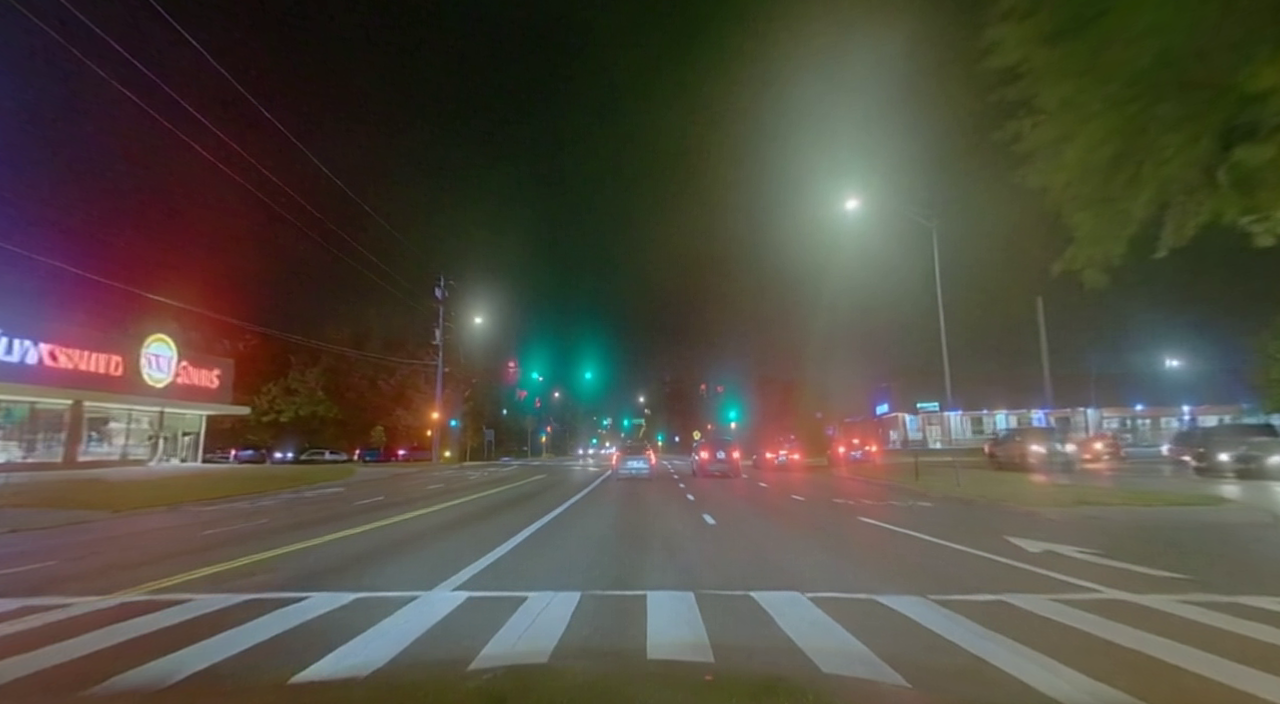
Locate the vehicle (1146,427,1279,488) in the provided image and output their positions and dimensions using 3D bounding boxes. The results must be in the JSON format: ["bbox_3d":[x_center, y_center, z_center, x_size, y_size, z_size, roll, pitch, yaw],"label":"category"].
[{"bbox_3d":[16.567,2.868,17.294,3.880,1.538,1.862,1,-8,-8],"label":"vehicle"}]

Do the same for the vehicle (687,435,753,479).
[{"bbox_3d":[3.453,4.659,28.204,2.276,1.787,4.630,0,-8,-1],"label":"vehicle"}]

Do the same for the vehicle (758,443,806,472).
[{"bbox_3d":[7.437,5.539,33.413,2.002,1.427,4.436,-1,-8,7],"label":"vehicle"}]

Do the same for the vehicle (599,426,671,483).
[{"bbox_3d":[-0.188,4.167,25.883,2.638,2.065,5.313,0,-8,0],"label":"vehicle"}]
